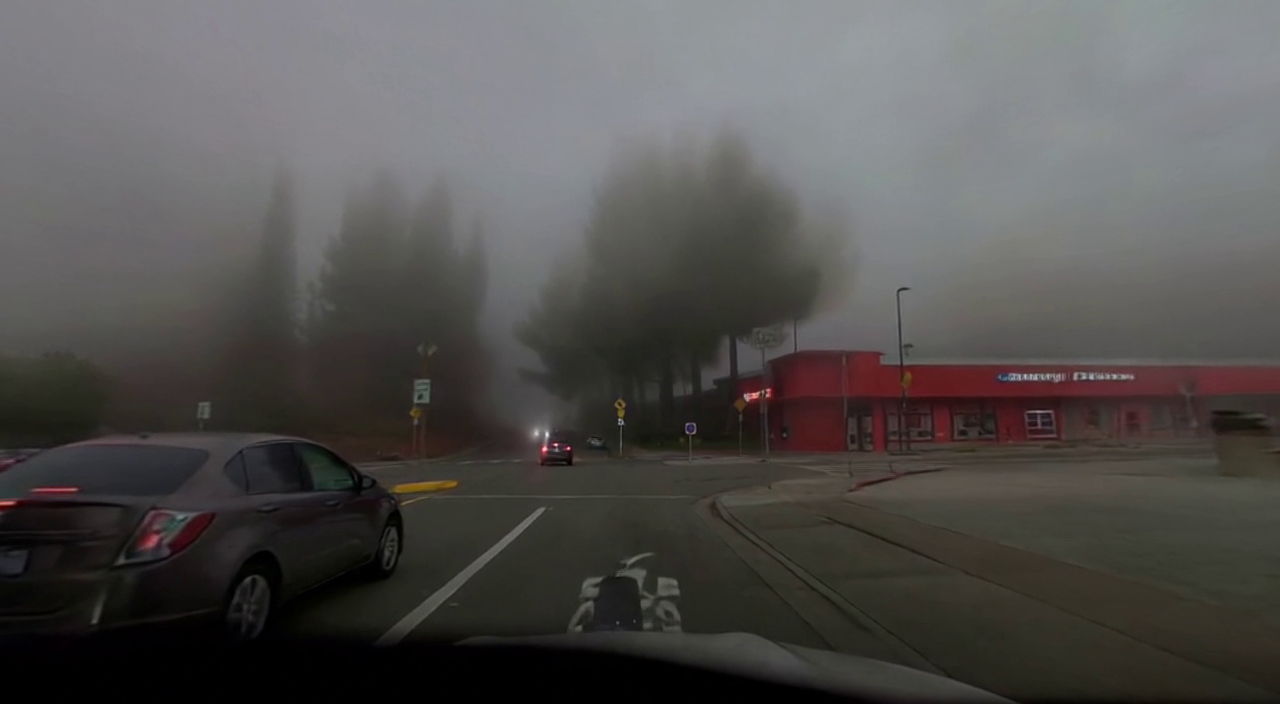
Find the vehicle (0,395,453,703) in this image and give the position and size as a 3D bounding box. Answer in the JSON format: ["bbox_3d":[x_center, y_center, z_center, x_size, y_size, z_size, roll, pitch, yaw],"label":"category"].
[{"bbox_3d":[-3.013,1.202,4.649,1.853,1.478,4.381,0,-8,1],"label":"vehicle"}]

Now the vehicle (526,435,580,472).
[{"bbox_3d":[-3.640,4.295,26.969,1.962,1.424,4.289,0,-8,-3],"label":"vehicle"}]
